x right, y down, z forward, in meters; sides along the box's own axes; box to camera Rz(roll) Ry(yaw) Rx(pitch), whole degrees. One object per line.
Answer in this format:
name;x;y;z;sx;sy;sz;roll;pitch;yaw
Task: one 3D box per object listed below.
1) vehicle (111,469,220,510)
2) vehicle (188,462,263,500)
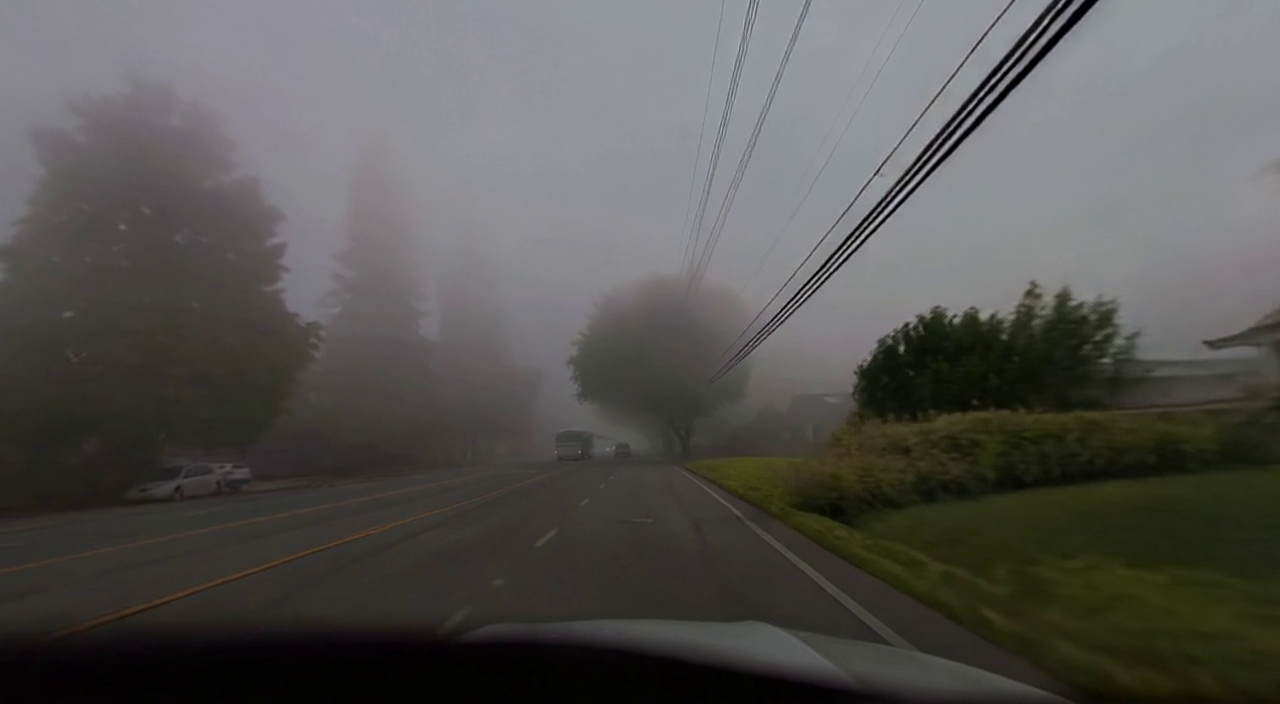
vehicle;-21.086;6.089;28.272;1.854;1.504;4.436;1;-9;-7
vehicle;-22.273;6.882;34.074;1.891;1.703;4.976;2;-9;-16
